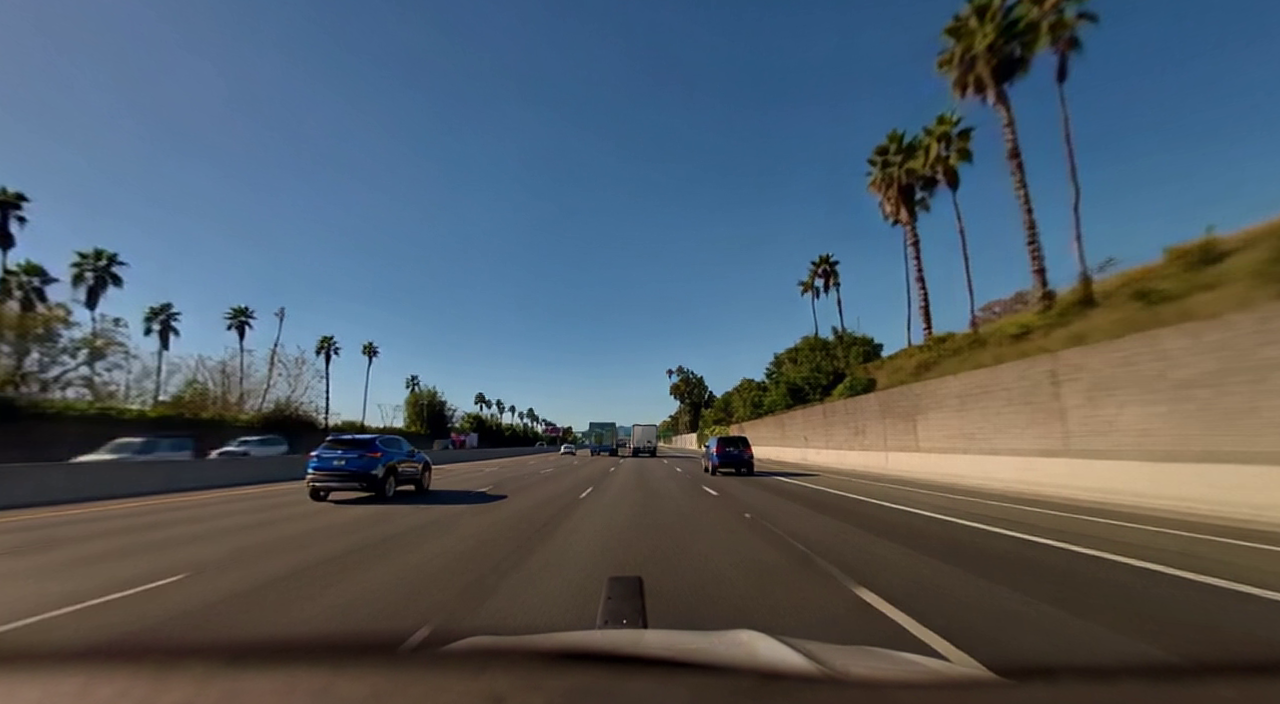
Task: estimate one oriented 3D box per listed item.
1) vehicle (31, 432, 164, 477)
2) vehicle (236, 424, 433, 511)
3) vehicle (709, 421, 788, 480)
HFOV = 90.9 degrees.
[{"bbox_3d":[-21.424,4.039,25.148,1.710,1.642,3.990,0,-8,0],"label":"vehicle"},{"bbox_3d":[-7.063,2.718,15.372,2.289,1.774,4.871,0,-8,1],"label":"vehicle"},{"bbox_3d":[4.373,4.100,26.376,2.408,2.210,4.999,0,-8,0],"label":"vehicle"}]
